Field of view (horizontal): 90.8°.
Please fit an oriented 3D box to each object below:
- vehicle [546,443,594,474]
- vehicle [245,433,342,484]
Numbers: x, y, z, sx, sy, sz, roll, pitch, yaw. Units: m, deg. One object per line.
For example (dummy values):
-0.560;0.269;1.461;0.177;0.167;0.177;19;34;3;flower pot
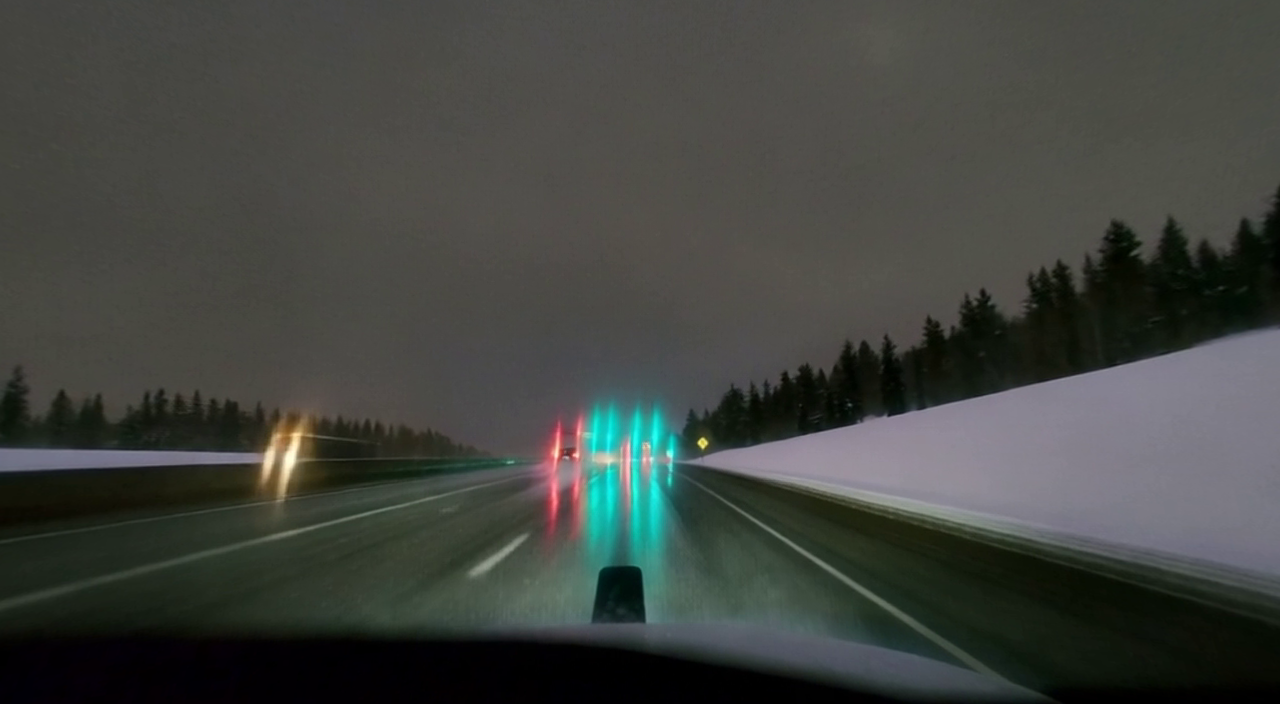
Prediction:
-4.184;6.466;38.432;2.272;1.759;5.058;0;-9;1;vehicle
-24.894;7.678;45.859;2.650;3.318;7.600;0;-9;1;vehicle
